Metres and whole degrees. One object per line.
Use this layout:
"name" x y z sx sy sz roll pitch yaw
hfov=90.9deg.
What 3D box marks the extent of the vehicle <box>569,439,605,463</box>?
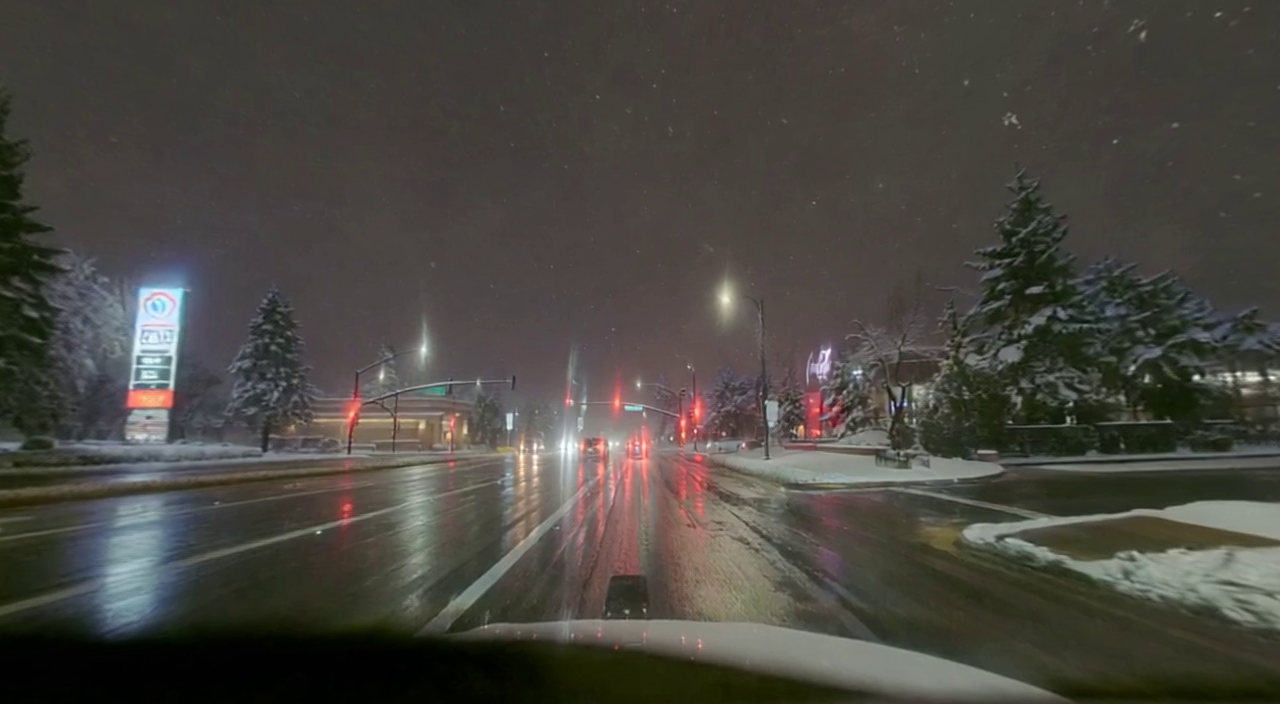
"vehicle" -3.428 6.499 41.534 2.029 1.517 4.375 0 -8 0
